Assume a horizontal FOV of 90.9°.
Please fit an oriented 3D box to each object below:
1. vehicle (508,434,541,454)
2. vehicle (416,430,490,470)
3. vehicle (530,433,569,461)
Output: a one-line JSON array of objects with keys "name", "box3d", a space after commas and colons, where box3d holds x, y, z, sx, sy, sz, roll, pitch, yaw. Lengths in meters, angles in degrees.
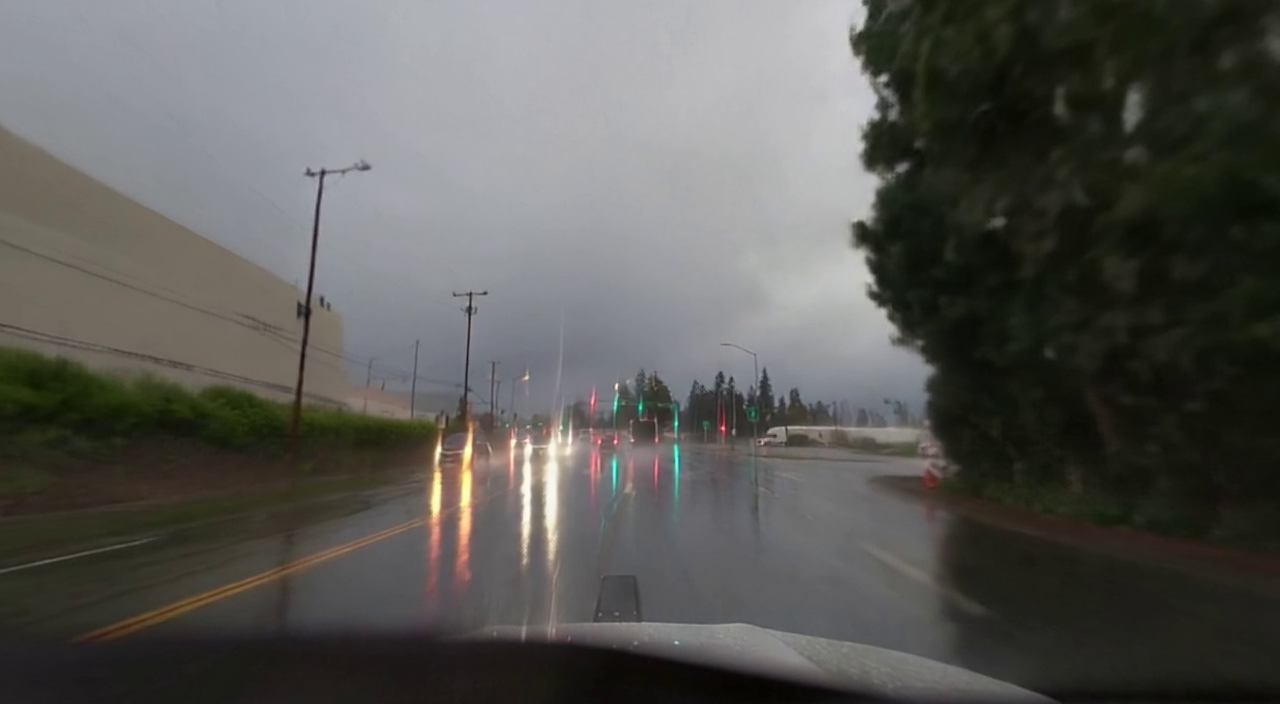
[{"name": "vehicle", "box3d": [-8.889, 7.135, 48.868, 1.922, 1.489, 3.939, 0, -8, -2]}, {"name": "vehicle", "box3d": [-7.828, 4.121, 26.748, 1.957, 1.588, 3.965, 0, -8, -1]}, {"name": "vehicle", "box3d": [-5.129, 5.400, 36.002, 1.727, 1.519, 3.805, 0, -8, -1]}]
